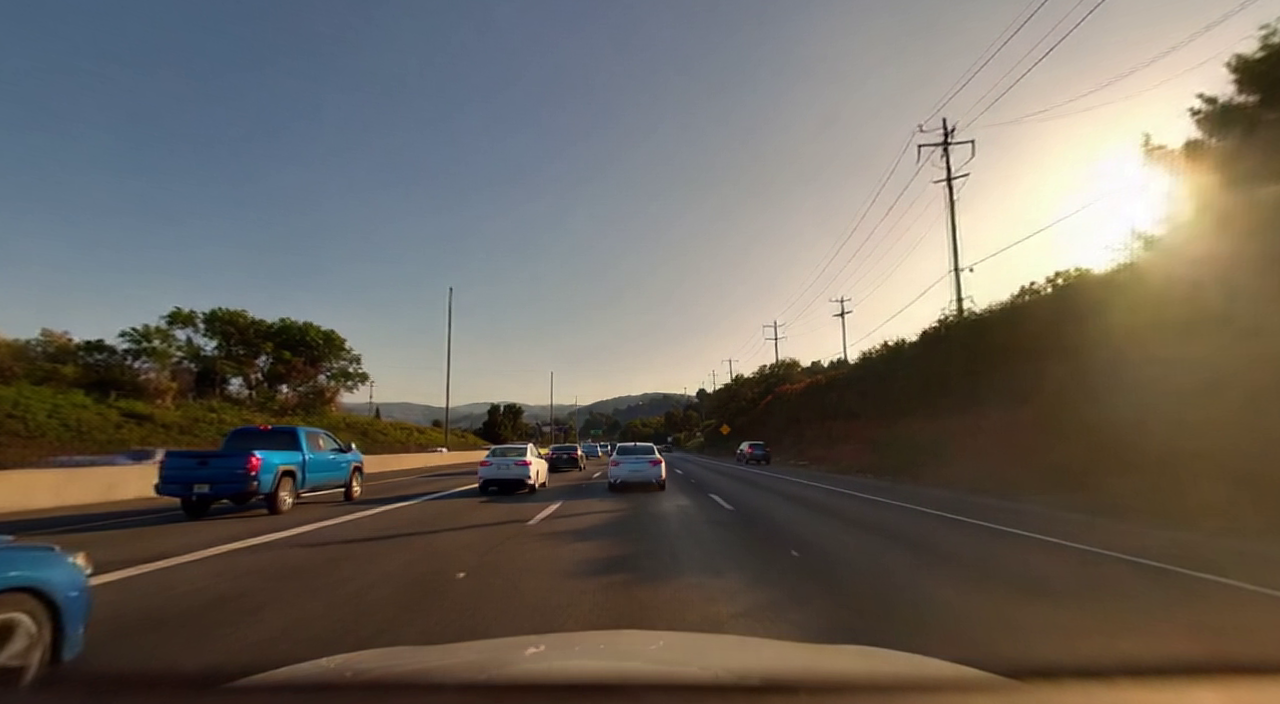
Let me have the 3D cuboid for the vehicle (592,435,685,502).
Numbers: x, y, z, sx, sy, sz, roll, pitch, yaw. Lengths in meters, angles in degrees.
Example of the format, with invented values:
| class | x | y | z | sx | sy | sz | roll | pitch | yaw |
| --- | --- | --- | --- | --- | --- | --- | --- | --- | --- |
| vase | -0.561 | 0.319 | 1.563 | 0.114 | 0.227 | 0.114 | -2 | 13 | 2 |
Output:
| class | x | y | z | sx | sy | sz | roll | pitch | yaw |
| --- | --- | --- | --- | --- | --- | --- | --- | --- | --- |
| vehicle | -0.078 | 2.960 | 16.562 | 2.102 | 1.499 | 4.439 | 0 | -8 | -1 |

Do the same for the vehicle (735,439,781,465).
| class | x | y | z | sx | sy | sz | roll | pitch | yaw |
| --- | --- | --- | --- | --- | --- | --- | --- | --- | --- |
| vehicle | 8.103 | 6.922 | 43.975 | 2.205 | 1.701 | 4.601 | 0 | -8 | -2 |

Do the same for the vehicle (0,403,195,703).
| class | x | y | z | sx | sy | sz | roll | pitch | yaw |
| --- | --- | --- | --- | --- | --- | --- | --- | --- | --- |
| vehicle | -3.812 | 0.802 | 1.619 | 1.955 | 1.481 | 4.604 | 0 | -8 | 0 |

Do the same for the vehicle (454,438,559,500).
| class | x | y | z | sx | sy | sz | roll | pitch | yaw |
| --- | --- | --- | --- | --- | --- | --- | --- | --- | --- |
| vehicle | -3.434 | 3.094 | 17.131 | 1.899 | 1.437 | 4.131 | 0 | -8 | 1 |

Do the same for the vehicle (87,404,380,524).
| class | x | y | z | sx | sy | sz | roll | pitch | yaw |
| --- | --- | --- | --- | --- | --- | --- | --- | --- | --- |
| vehicle | -7.747 | 2.227 | 13.078 | 2.194 | 1.922 | 5.637 | 0 | -8 | 1 |
